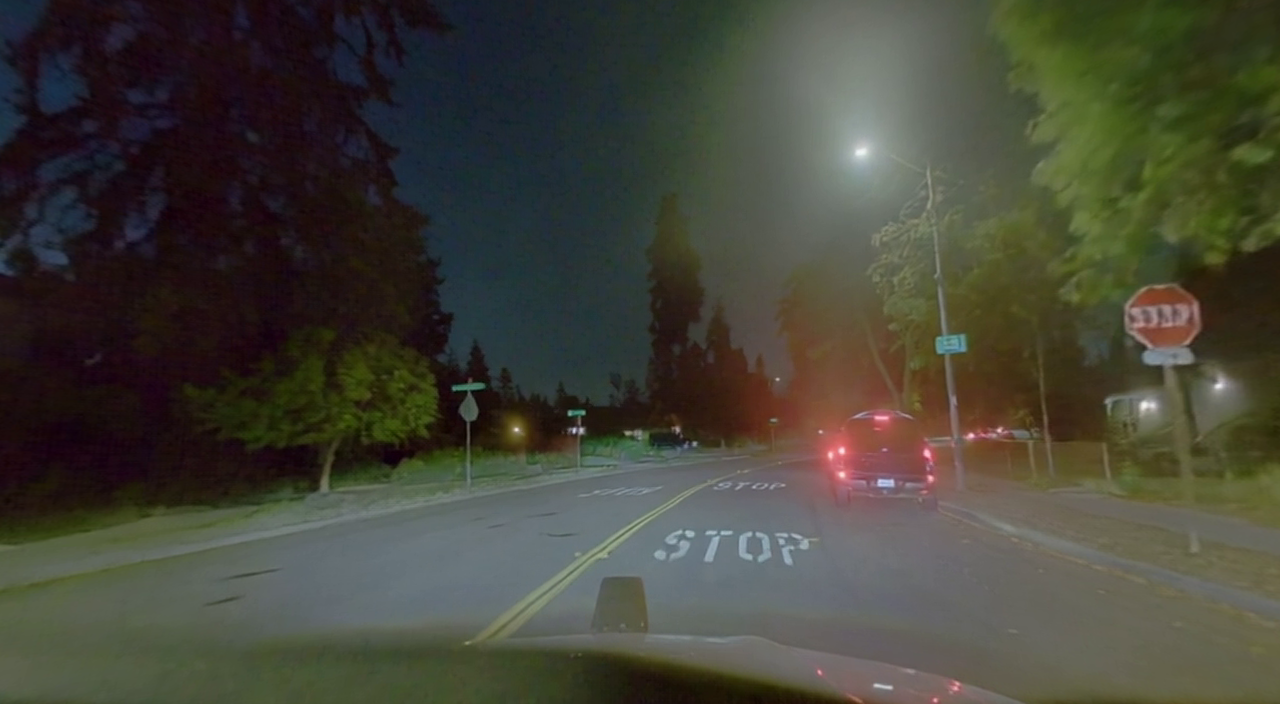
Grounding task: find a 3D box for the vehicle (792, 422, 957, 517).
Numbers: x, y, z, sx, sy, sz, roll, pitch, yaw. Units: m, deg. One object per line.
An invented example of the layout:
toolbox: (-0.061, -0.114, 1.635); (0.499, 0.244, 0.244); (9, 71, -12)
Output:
vehicle: (4.720, 2.434, 13.619); (2.692, 1.649, 4.689); (-2, -9, 13)
